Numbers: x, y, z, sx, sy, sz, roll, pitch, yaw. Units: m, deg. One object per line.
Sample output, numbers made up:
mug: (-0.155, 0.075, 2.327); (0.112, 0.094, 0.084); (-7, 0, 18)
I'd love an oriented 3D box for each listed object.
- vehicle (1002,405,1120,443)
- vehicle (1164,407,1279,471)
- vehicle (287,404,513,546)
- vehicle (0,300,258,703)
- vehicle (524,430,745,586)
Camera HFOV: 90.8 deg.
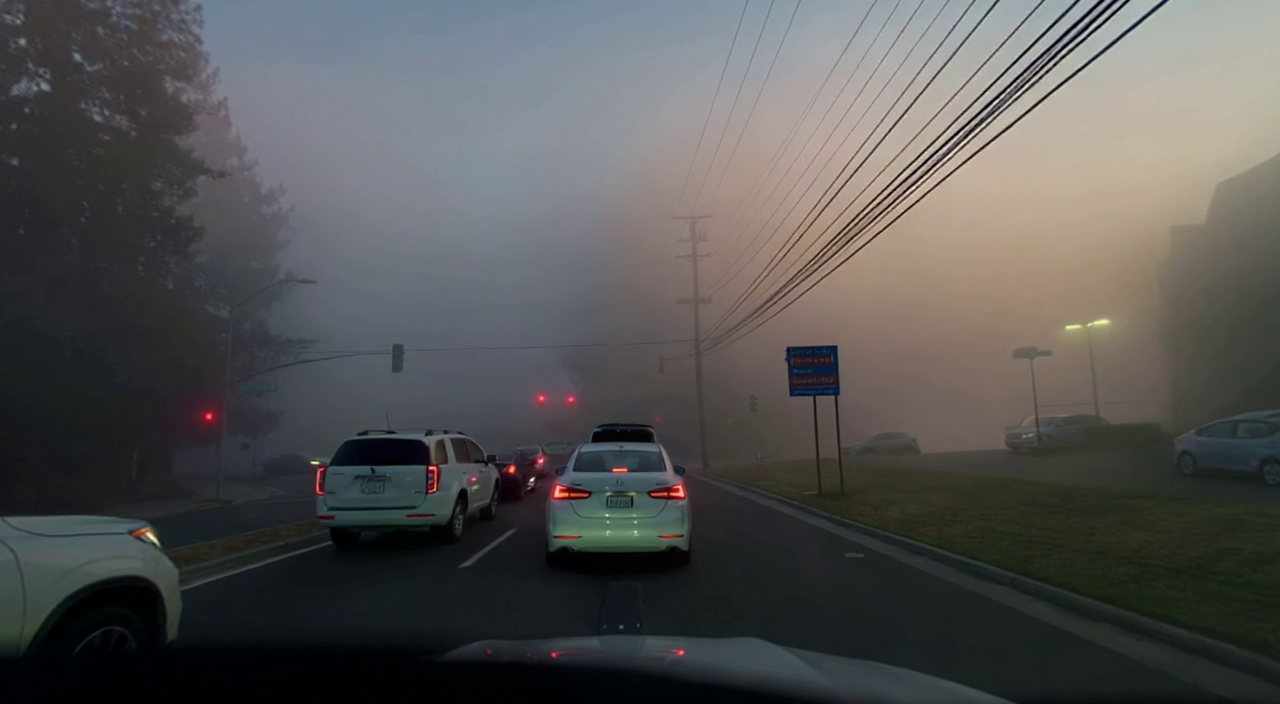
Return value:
vehicle: (26.849, 4.642, 40.505); (5.782, 2.286, 2.223); (-1, -9, 4)
vehicle: (17.009, 2.544, 18.270); (1.858, 1.622, 4.491); (-5, -10, 28)
vehicle: (-3.850, 2.085, 11.368); (2.147, 1.963, 4.927); (0, -8, -1)
vehicle: (-3.594, 0.631, 1.525); (2.085, 1.943, 5.053); (0, -8, 1)
vehicle: (-0.104, 1.800, 8.138); (2.121, 1.474, 3.968); (0, -8, -1)
